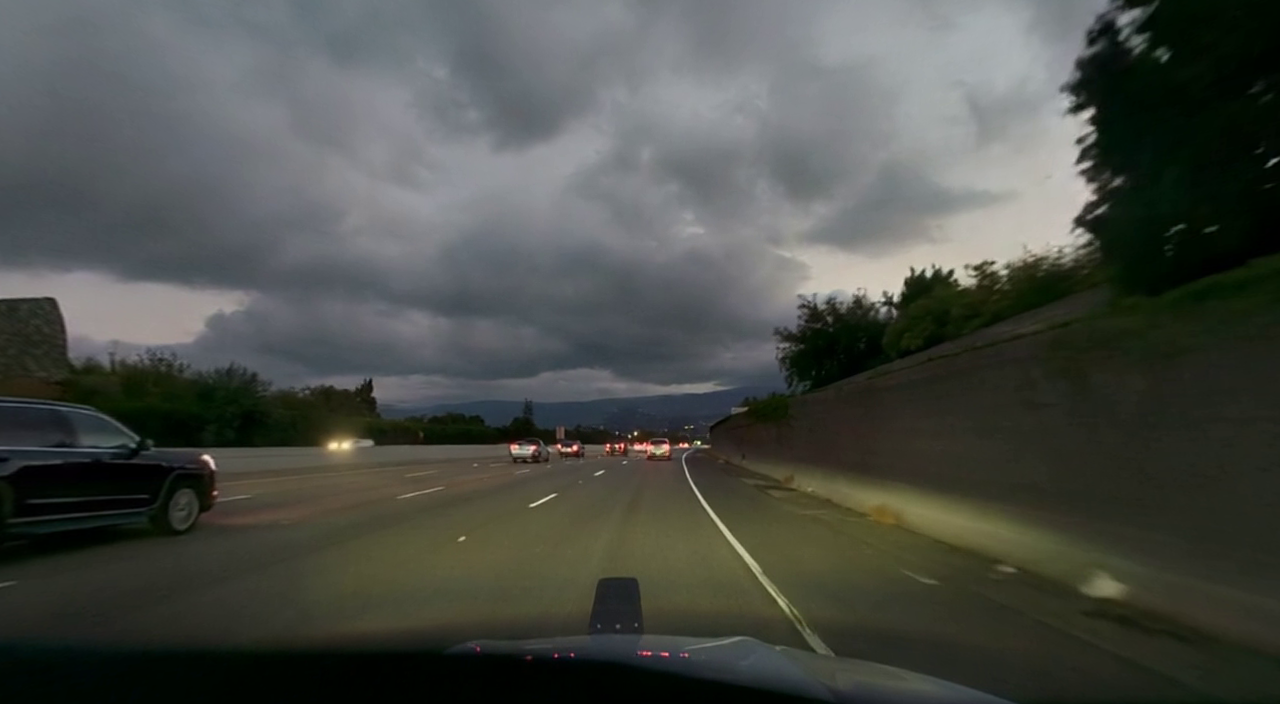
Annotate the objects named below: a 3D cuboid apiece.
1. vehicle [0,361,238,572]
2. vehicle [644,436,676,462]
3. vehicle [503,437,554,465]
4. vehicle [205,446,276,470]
[{"bbox_3d":[-7.248,1.146,6.440,2.438,1.967,5.596,0,-8,2],"label":"vehicle"},{"bbox_3d":[1.488,6.835,44.581,2.141,1.706,4.065,0,-8,4],"label":"vehicle"},{"bbox_3d":[-6.616,5.915,37.823,1.986,1.534,4.255,0,-8,4],"label":"vehicle"},{"bbox_3d":[-27.491,7.303,43.539,1.819,1.520,4.464,0,-8,3],"label":"vehicle"}]
